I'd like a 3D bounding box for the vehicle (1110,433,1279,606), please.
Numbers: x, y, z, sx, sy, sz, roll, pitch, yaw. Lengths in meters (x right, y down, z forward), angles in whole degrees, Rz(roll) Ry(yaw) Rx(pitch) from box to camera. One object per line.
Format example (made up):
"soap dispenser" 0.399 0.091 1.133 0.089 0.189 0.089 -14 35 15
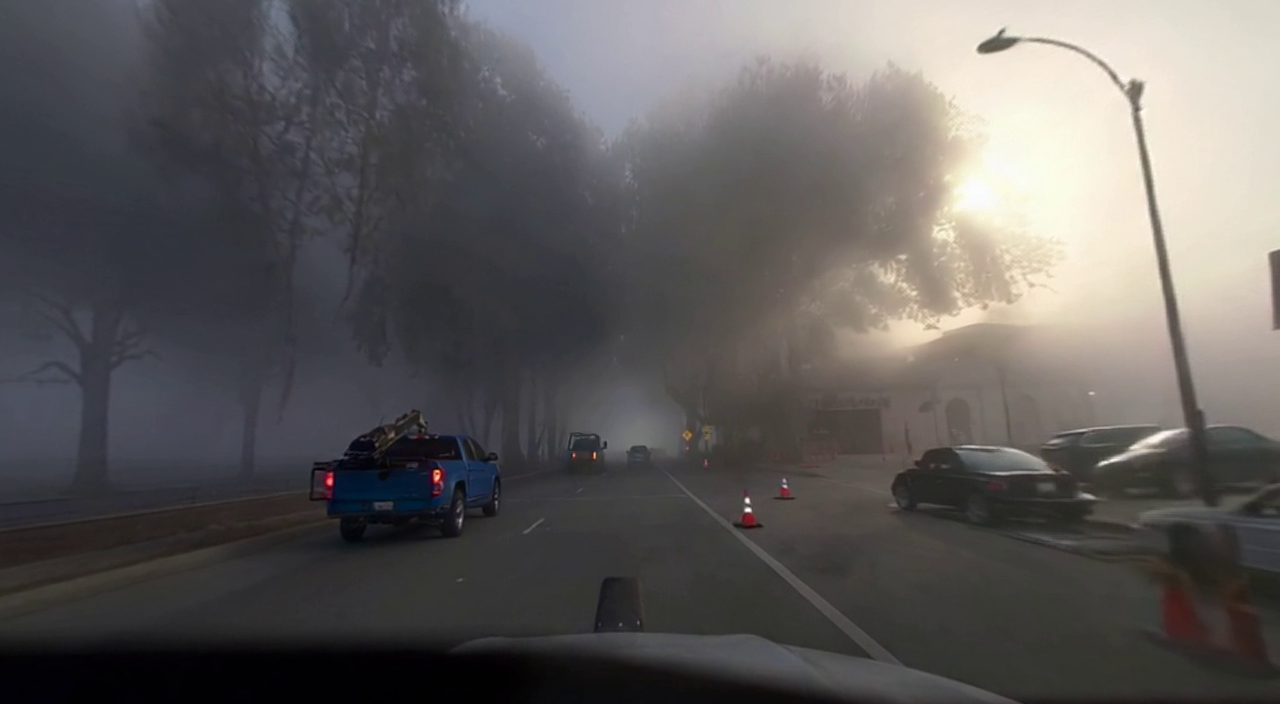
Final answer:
"vehicle" 6.695 1.386 4.963 2.012 1.523 5.204 0 -9 0

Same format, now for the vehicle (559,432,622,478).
"vehicle" -2.322 5.094 31.546 2.424 2.063 5.678 -1 -9 3

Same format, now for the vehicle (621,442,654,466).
"vehicle" -0.227 7.866 48.871 2.413 1.748 4.406 0 -8 -1

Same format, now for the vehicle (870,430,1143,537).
"vehicle" 6.652 2.419 12.367 2.126 1.642 4.888 0 -9 -4

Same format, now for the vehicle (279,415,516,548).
"vehicle" -3.719 2.085 10.823 2.327 1.775 4.430 0 -9 -1
